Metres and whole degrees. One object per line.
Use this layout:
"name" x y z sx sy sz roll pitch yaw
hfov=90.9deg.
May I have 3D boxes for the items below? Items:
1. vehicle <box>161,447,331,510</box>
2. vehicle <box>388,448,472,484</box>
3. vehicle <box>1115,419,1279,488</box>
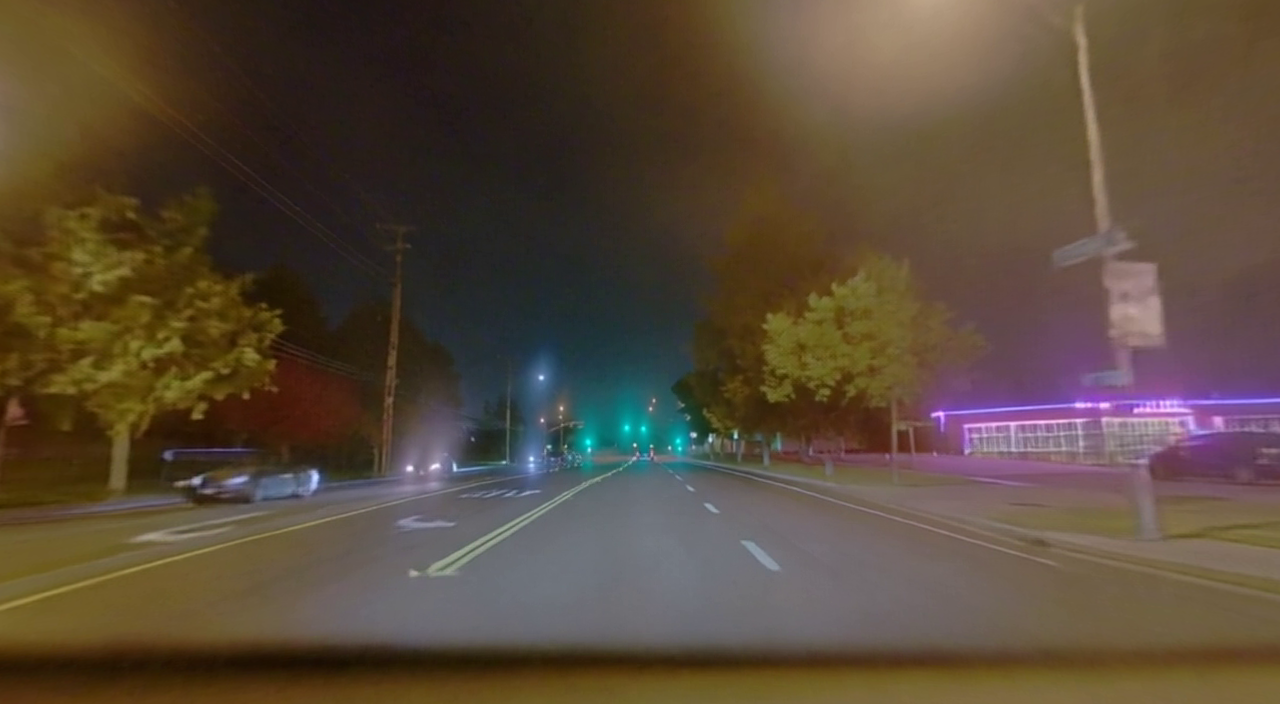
"vehicle" -10.886 3.475 17.885 1.873 1.516 4.339 0 -8 3
"vehicle" -9.719 5.305 29.722 2.084 1.517 5.096 0 -8 2
"vehicle" 17.092 2.978 18.653 2.021 1.753 4.941 0 -9 -3
